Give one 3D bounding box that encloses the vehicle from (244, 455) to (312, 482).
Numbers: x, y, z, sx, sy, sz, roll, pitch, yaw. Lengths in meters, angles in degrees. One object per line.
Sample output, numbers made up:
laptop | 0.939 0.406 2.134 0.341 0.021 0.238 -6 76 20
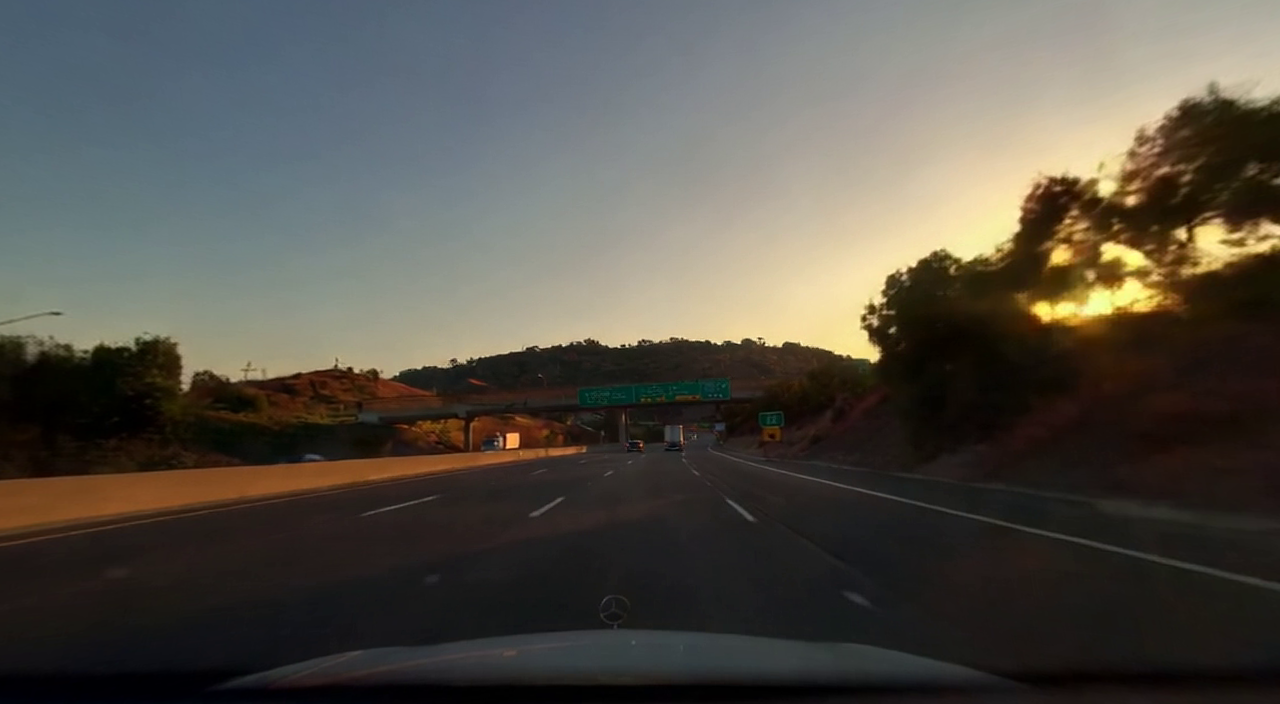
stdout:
vehicle | -22.120 7.088 38.633 1.724 1.445 3.887 -1 -8 3
